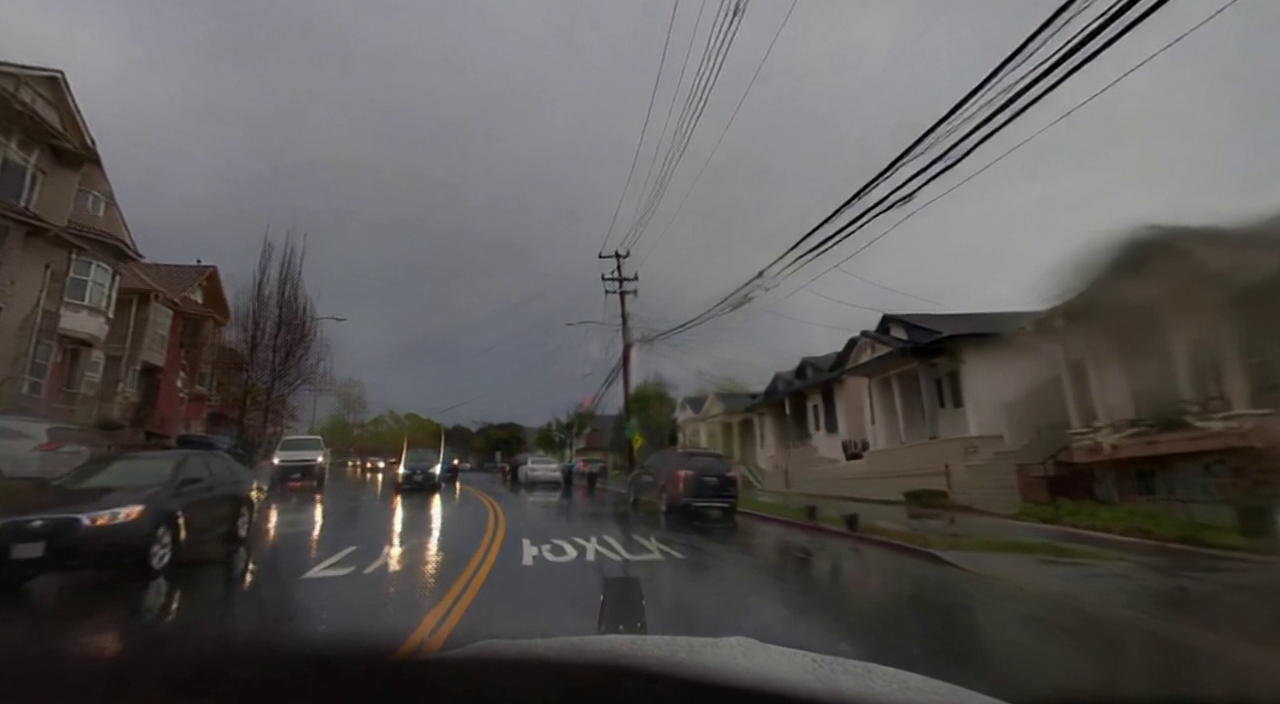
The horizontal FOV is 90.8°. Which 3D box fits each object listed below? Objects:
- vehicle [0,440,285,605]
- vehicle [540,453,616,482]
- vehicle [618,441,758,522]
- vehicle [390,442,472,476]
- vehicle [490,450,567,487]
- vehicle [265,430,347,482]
[{"bbox_3d":[-7.023,2.092,8.793,2.023,1.674,4.556,1,-8,-8],"label":"vehicle"},{"bbox_3d":[-3.704,6.949,38.263,4.163,1.586,2.023,8,-11,-43],"label":"vehicle"},{"bbox_3d":[1.001,3.140,15.893,1.994,1.682,4.750,4,-9,-15],"label":"vehicle"},{"bbox_3d":[-13.768,6.994,41.448,5.504,1.869,2.449,-8,-18,42],"label":"vehicle"},{"bbox_3d":[-5.514,5.646,30.798,1.923,1.531,4.568,10,-13,-32],"label":"vehicle"},{"bbox_3d":[-13.646,4.278,25.622,2.378,1.840,5.389,7,-13,-31],"label":"vehicle"}]
